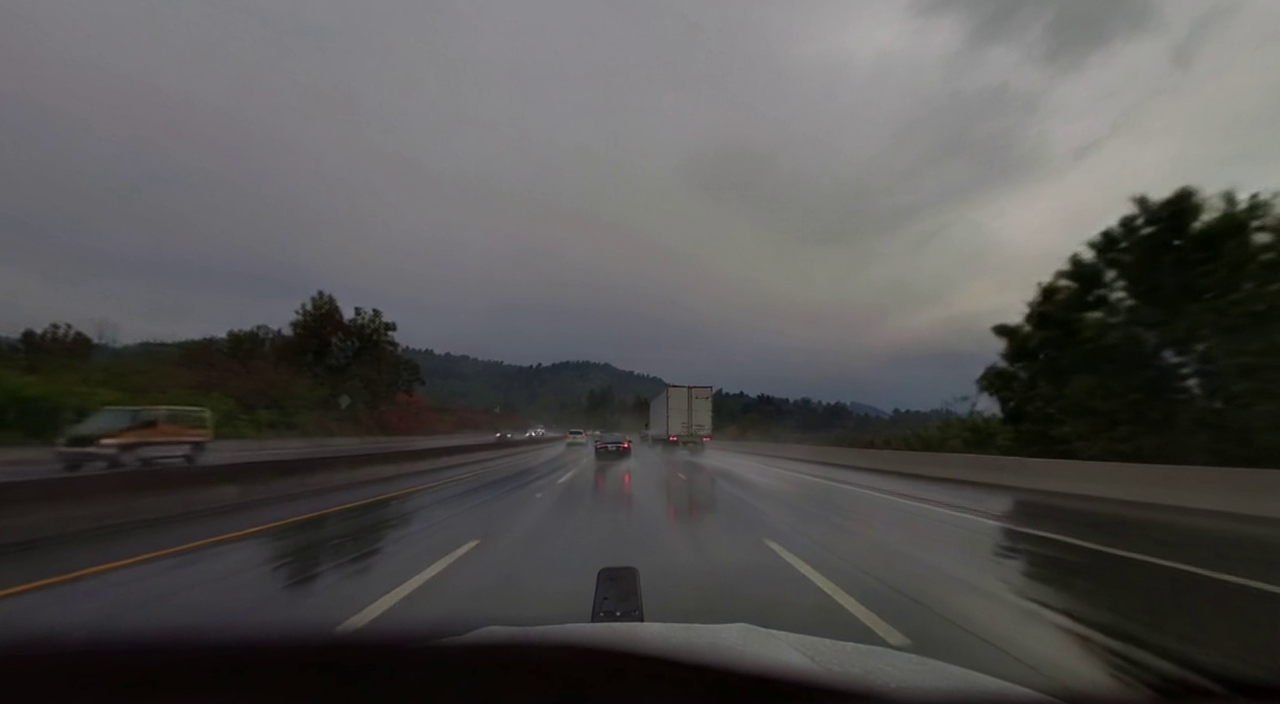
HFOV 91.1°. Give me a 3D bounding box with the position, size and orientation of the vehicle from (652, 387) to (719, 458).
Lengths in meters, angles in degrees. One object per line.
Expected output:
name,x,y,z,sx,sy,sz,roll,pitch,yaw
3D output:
vehicle,2.806,5.158,44.209,2.946,4.111,14.652,0,-8,-3

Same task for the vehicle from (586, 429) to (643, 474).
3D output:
vehicle,-0.980,3.883,24.698,2.048,1.563,4.087,0,-8,-2

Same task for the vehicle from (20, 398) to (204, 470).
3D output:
vehicle,-21.564,3.434,26.170,2.466,2.638,6.001,0,-8,-1
